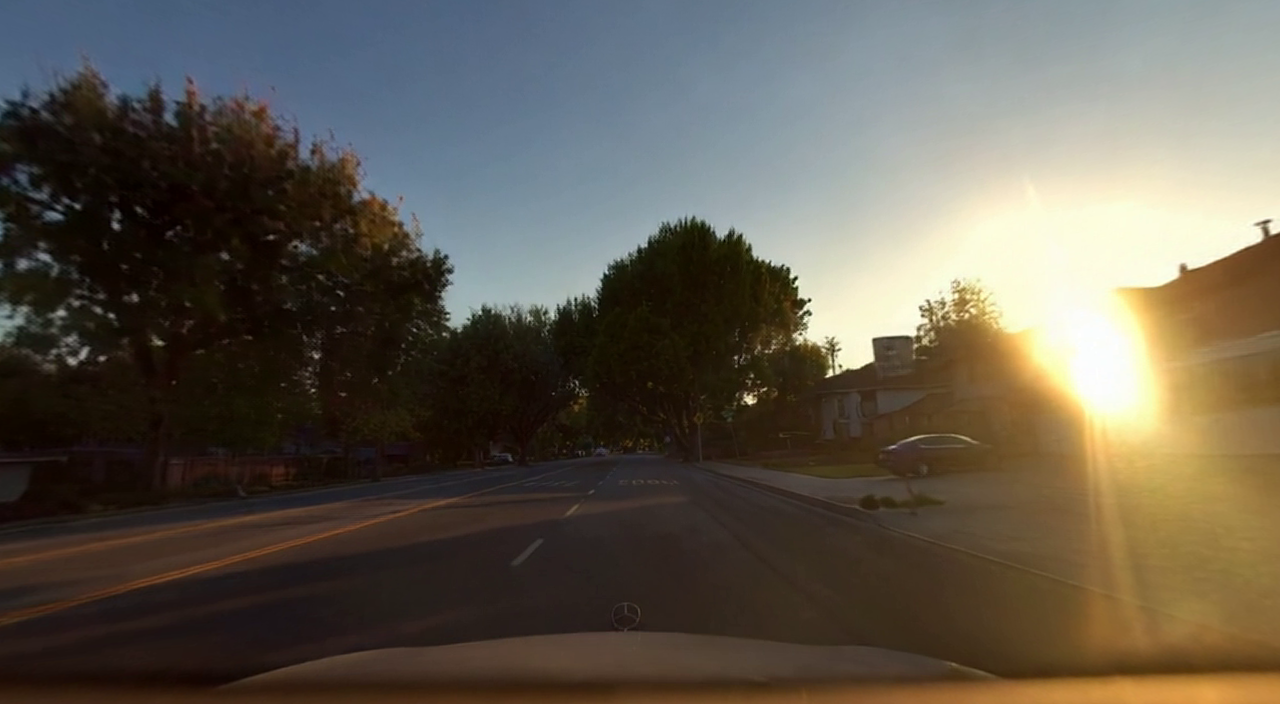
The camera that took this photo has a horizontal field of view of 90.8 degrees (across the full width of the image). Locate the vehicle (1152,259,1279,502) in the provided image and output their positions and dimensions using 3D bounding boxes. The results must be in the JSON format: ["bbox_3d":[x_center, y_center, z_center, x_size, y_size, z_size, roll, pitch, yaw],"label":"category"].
[{"bbox_3d":[17.548,0.417,12.198,12.151,4.157,3.709,-1,-15,-6],"label":"vehicle"}]
